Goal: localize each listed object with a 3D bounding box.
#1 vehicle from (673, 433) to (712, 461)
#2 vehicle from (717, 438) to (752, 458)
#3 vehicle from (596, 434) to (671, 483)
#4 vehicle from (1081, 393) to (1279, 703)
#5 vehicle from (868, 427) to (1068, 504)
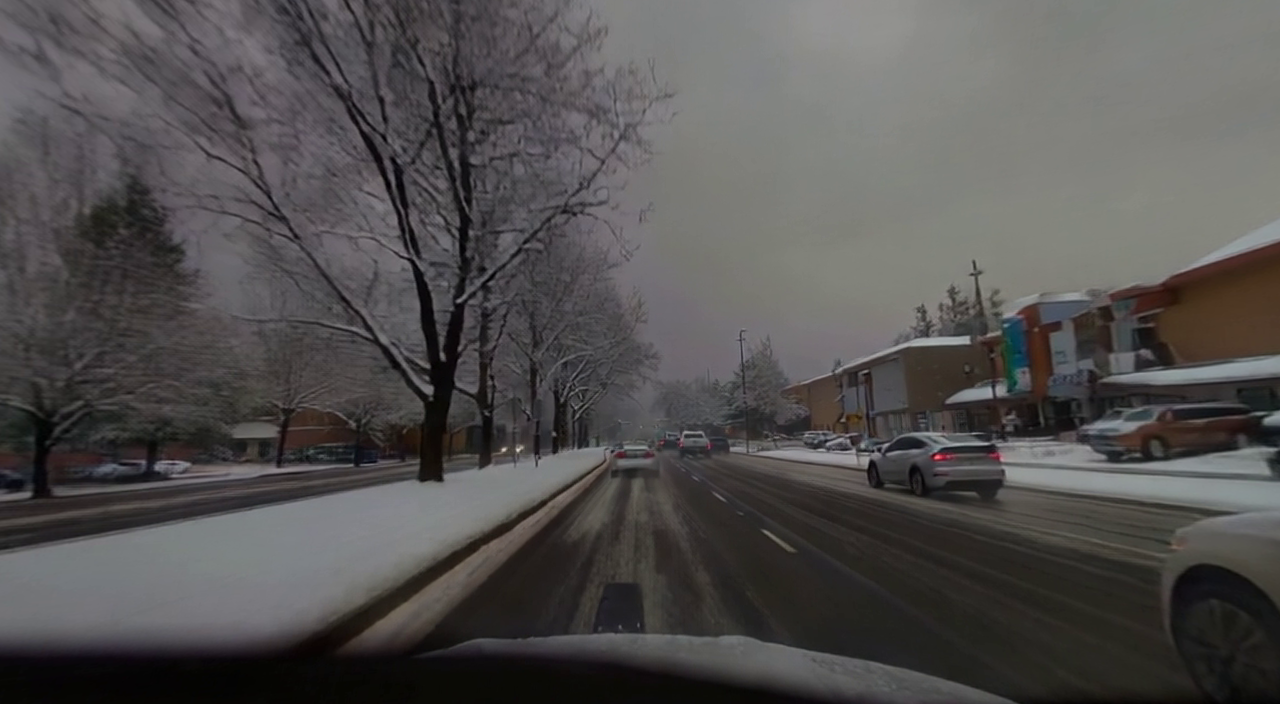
[{"bbox_3d":[3.478,6.420,42.707,2.188,1.760,4.297,0,-8,-1],"label":"vehicle"},{"bbox_3d":[7.398,7.555,49.866,2.061,1.460,3.948,0,-8,-1],"label":"vehicle"},{"bbox_3d":[-0.228,3.602,21.663,2.289,1.471,4.477,0,-8,-1],"label":"vehicle"},{"bbox_3d":[3.681,0.752,1.488,2.094,1.480,4.323,0,-8,-1],"label":"vehicle"},{"bbox_3d":[7.341,2.594,14.861,2.111,1.493,4.639,0,-8,-1],"label":"vehicle"}]
